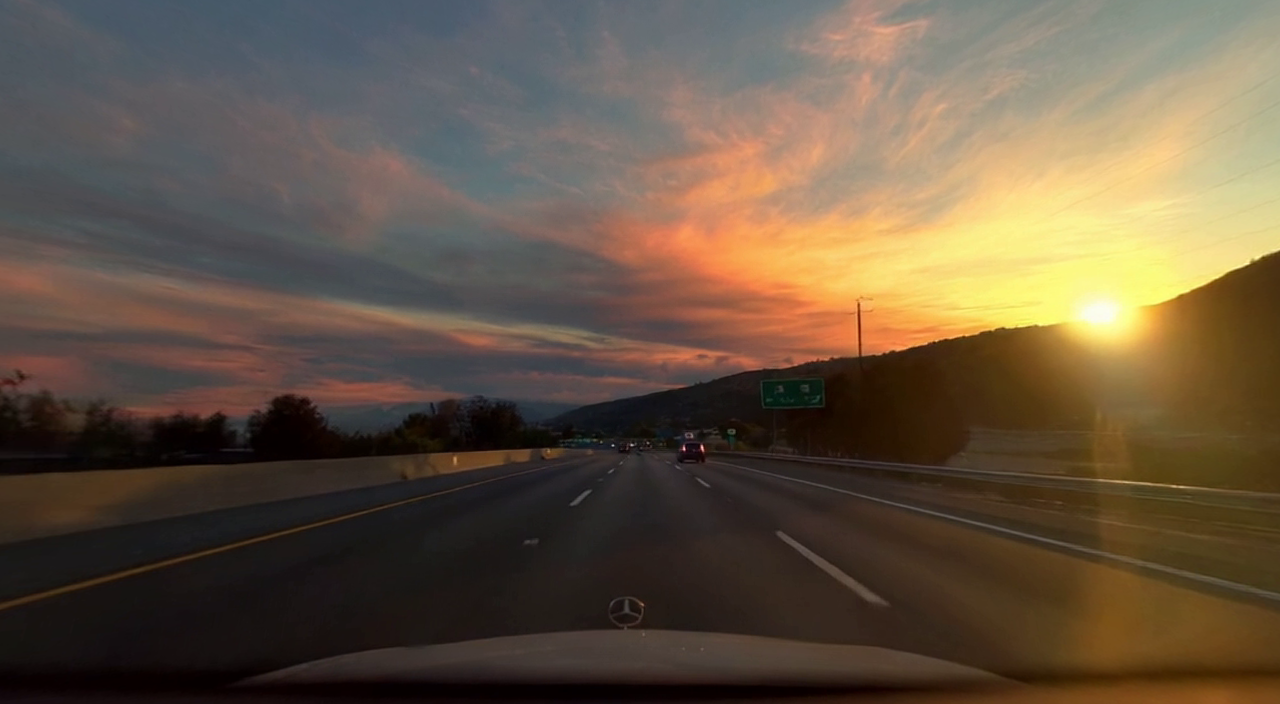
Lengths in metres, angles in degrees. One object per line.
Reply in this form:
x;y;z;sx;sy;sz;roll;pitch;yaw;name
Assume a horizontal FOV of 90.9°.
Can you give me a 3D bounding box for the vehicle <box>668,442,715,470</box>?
2.840;5.827;35.546;2.193;1.462;4.533;0;-8;-1;vehicle
